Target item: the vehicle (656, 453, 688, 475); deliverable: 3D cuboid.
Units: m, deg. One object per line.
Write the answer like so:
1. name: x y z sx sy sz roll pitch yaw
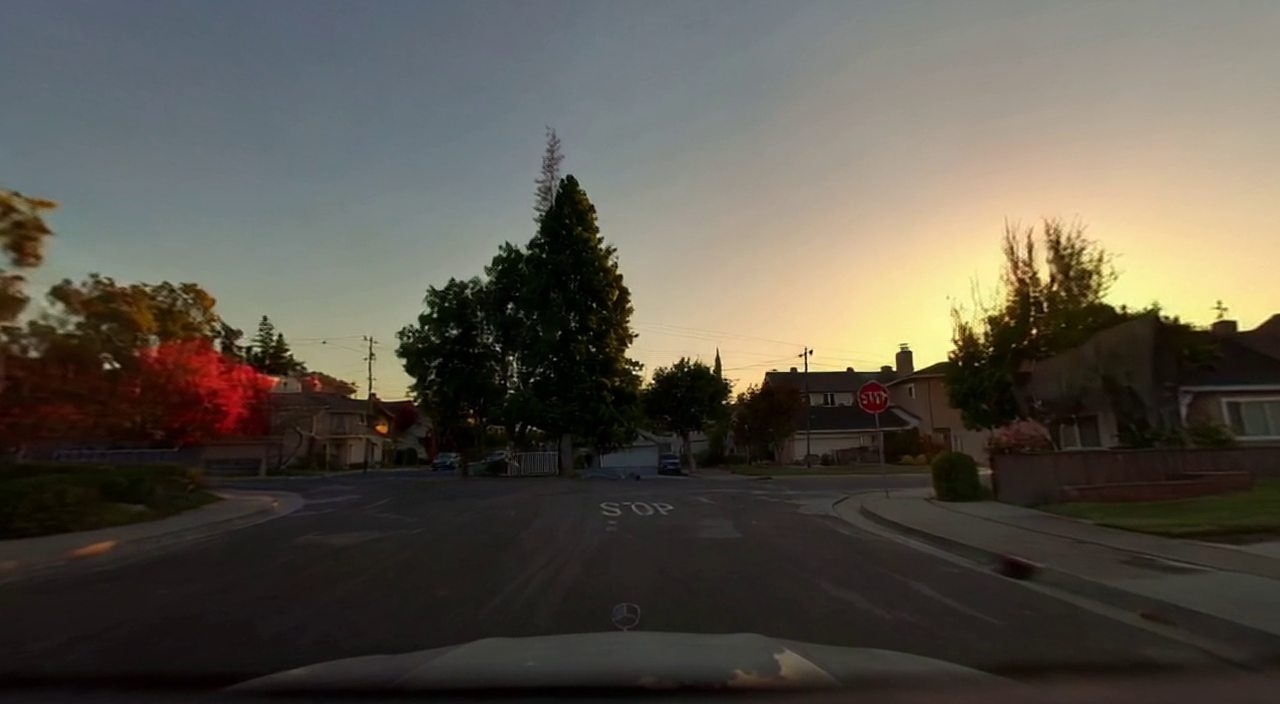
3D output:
1. vehicle: 2.254 7.974 45.301 2.046 1.465 3.940 0 -9 -1
